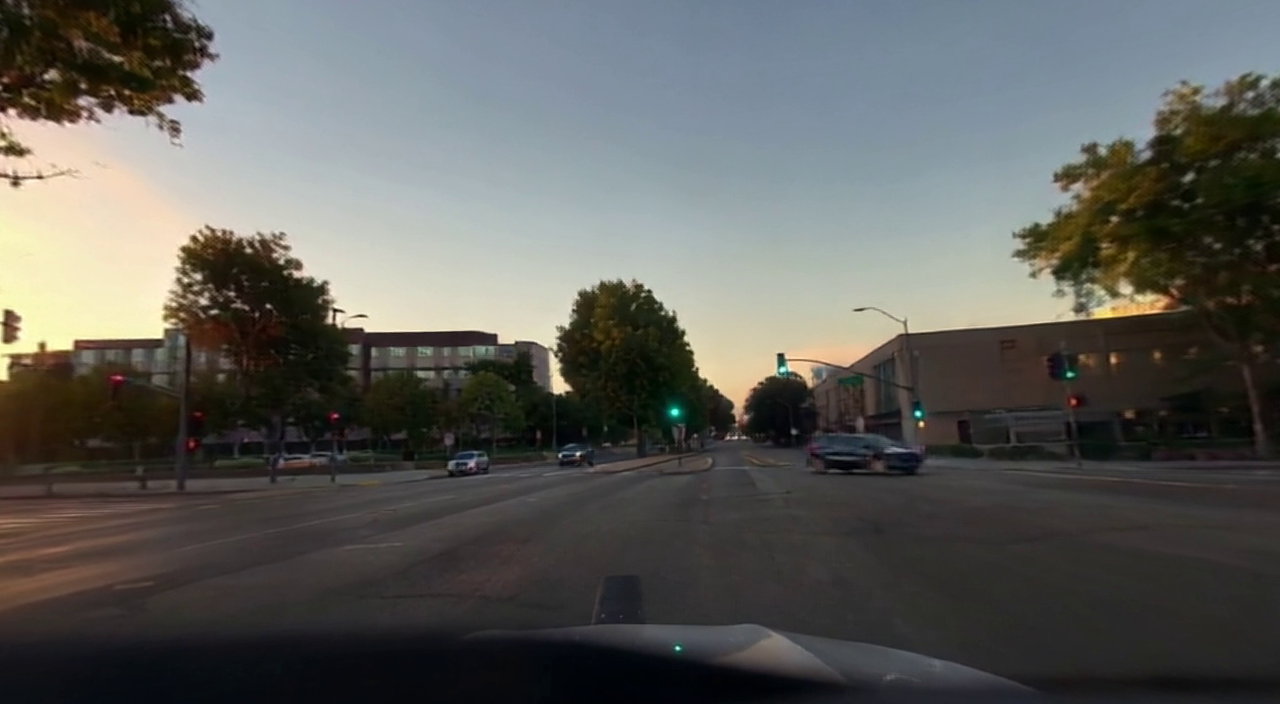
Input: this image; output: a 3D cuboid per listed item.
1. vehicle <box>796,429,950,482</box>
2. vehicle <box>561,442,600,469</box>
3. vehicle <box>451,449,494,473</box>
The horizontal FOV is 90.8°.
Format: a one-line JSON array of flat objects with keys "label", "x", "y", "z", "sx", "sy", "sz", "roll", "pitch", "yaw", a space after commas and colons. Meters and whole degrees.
[{"label": "vehicle", "x": 8.140, "y": 3.634, "z": 22.384, "sx": 4.652, "sy": 1.674, "sz": 1.998, "roll": -8, "pitch": -12, "yaw": 43}, {"label": "vehicle", "x": -3.912, "y": 6.872, "z": 42.183, "sx": 2.034, "sy": 1.663, "sz": 4.025, "roll": -1, "pitch": -8, "yaw": 3}, {"label": "vehicle", "x": -11.364, "y": 7.431, "z": 43.128, "sx": 1.786, "sy": 1.499, "sz": 3.797, "roll": -1, "pitch": -8, "yaw": 2}]
